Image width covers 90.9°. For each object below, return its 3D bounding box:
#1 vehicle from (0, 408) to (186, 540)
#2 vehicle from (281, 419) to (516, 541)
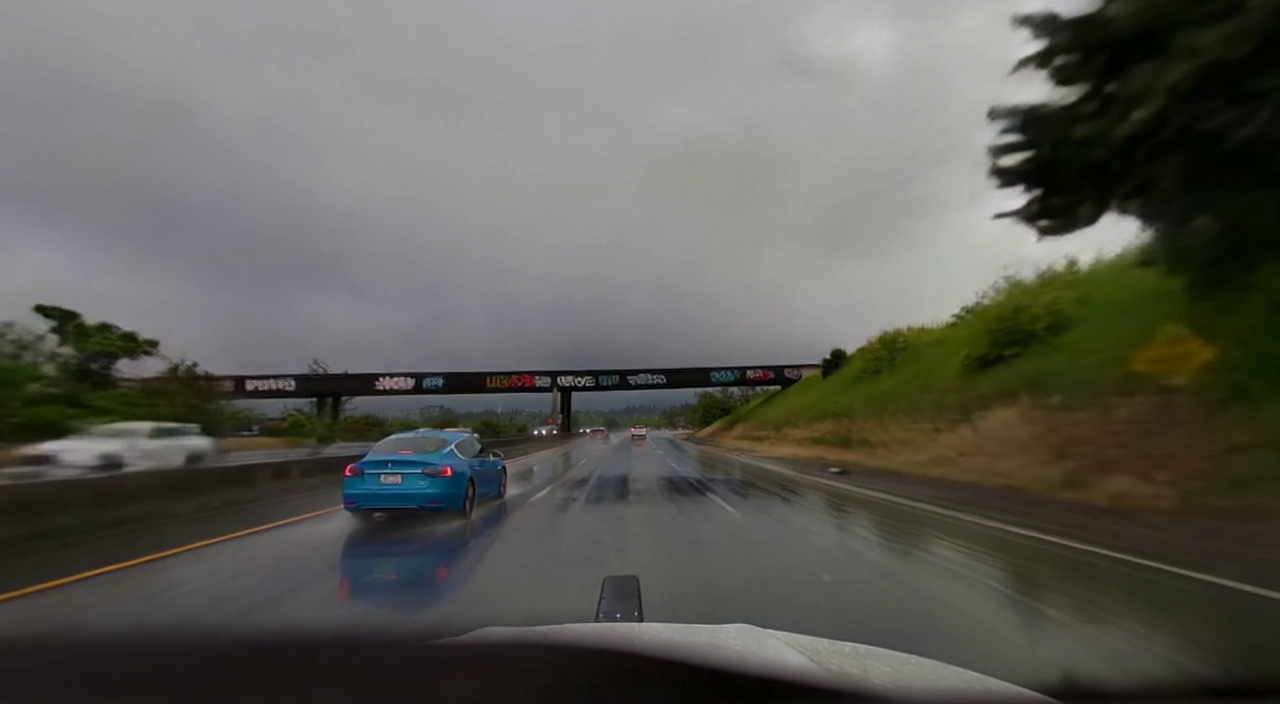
[{"bbox_3d":[-9.297,1.710,9.152,2.140,1.682,4.426,0,-8,-1],"label":"vehicle"},{"bbox_3d":[-3.542,1.943,10.404,2.108,1.555,4.574,0,-7,-1],"label":"vehicle"}]
